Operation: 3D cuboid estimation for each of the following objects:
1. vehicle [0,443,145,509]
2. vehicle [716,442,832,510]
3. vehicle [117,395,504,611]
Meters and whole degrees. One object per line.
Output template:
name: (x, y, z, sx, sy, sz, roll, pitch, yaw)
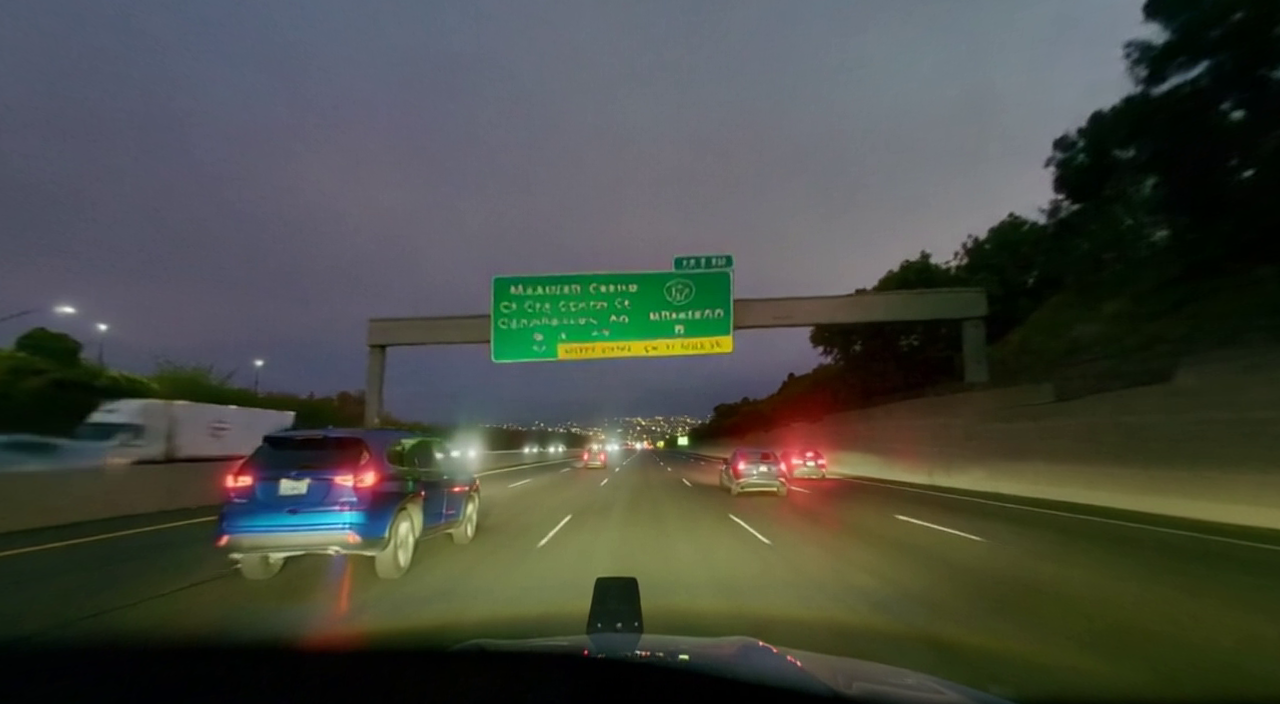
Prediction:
vehicle: (-18.217, 3.632, 18.986, 2.096, 1.754, 5.401, 0, -8, 1)
vehicle: (3.211, 3.044, 15.988, 1.979, 1.486, 4.125, 1, -8, -1)
vehicle: (-3.203, 1.568, 7.482, 2.137, 1.756, 4.453, 0, -8, 0)
